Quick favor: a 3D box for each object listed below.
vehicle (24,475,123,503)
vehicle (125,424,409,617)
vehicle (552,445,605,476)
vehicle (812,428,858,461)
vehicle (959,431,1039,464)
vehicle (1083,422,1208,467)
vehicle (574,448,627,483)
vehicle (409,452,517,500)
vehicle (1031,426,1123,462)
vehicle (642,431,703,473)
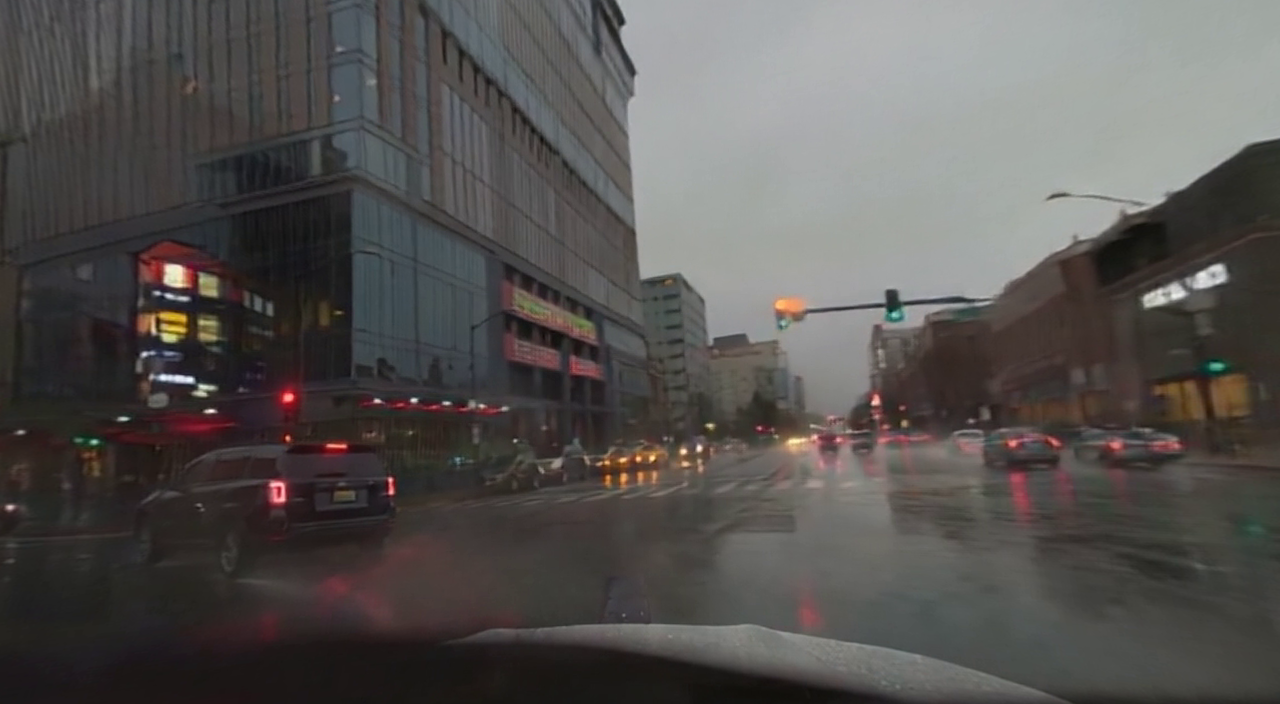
[{"bbox_3d":[-34.936,8.445,38.923,4.671,1.547,1.907,-2,-9,9],"label":"vehicle"},{"bbox_3d":[-5.287,2.028,8.655,2.157,1.863,4.665,8,-12,-44],"label":"vehicle"},{"bbox_3d":[-3.915,7.047,41.155,2.176,1.835,4.648,-2,-9,11],"label":"vehicle"},{"bbox_3d":[12.224,5.844,39.840,2.115,1.932,5.189,-2,-9,10],"label":"vehicle"},{"bbox_3d":[16.979,4.582,30.103,1.863,1.426,4.494,-2,-9,11],"label":"vehicle"},{"bbox_3d":[19.519,3.662,24.636,1.746,1.446,4.475,-7,-11,10],"label":"vehicle"},{"bbox_3d":[-1.964,5.750,32.297,1.760,1.491,3.722,0,-7,11],"label":"vehicle"},{"bbox_3d":[-6.931,4.899,25.433,1.993,1.708,5.219,-2,-9,11],"label":"vehicle"},{"bbox_3d":[20.455,4.400,29.738,1.798,1.431,4.429,-7,-11,11],"label":"vehicle"},{"bbox_3d":[1.872,5.363,33.780,2.428,2.035,5.636,-2,-9,11],"label":"vehicle"}]
